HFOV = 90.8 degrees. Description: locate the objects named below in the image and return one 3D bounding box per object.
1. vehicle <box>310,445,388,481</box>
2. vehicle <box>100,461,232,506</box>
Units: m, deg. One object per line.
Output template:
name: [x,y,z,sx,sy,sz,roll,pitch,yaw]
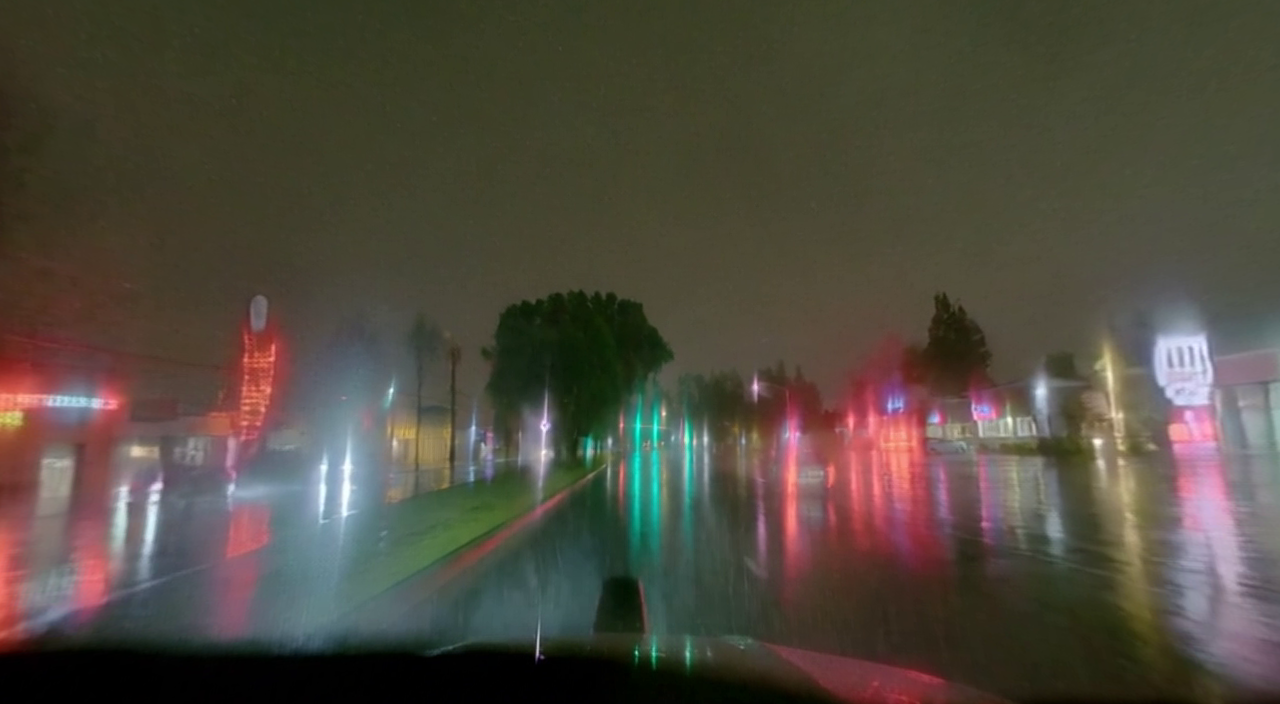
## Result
vehicle: [-19.523,7.448,42.824,2.648,2.106,6.148,-2,-8,-3]
vehicle: [-19.265,5.334,26.002,2.012,1.471,4.613,-2,-8,-2]
